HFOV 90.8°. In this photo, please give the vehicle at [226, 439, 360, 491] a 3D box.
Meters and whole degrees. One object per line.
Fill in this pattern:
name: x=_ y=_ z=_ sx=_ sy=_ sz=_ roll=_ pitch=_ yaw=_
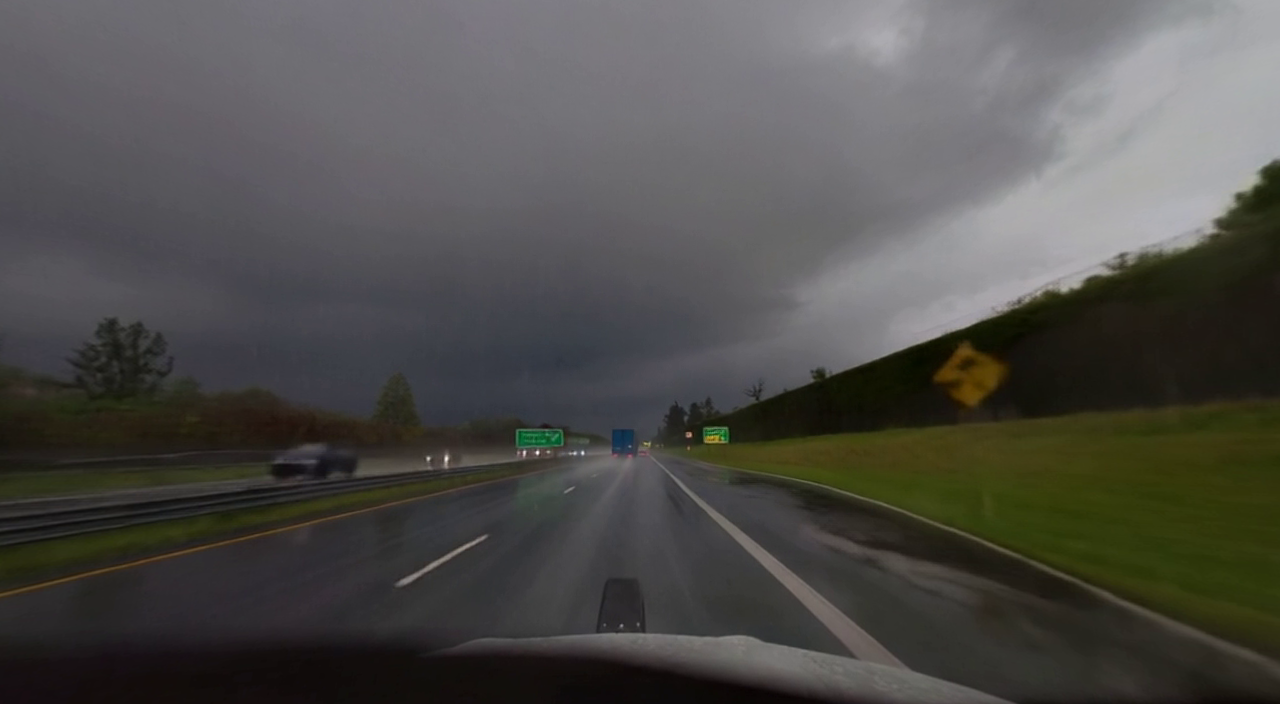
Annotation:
vehicle: x=-12.166 y=3.988 z=22.581 sx=2.111 sy=1.612 sz=4.711 roll=0 pitch=-9 yaw=0
